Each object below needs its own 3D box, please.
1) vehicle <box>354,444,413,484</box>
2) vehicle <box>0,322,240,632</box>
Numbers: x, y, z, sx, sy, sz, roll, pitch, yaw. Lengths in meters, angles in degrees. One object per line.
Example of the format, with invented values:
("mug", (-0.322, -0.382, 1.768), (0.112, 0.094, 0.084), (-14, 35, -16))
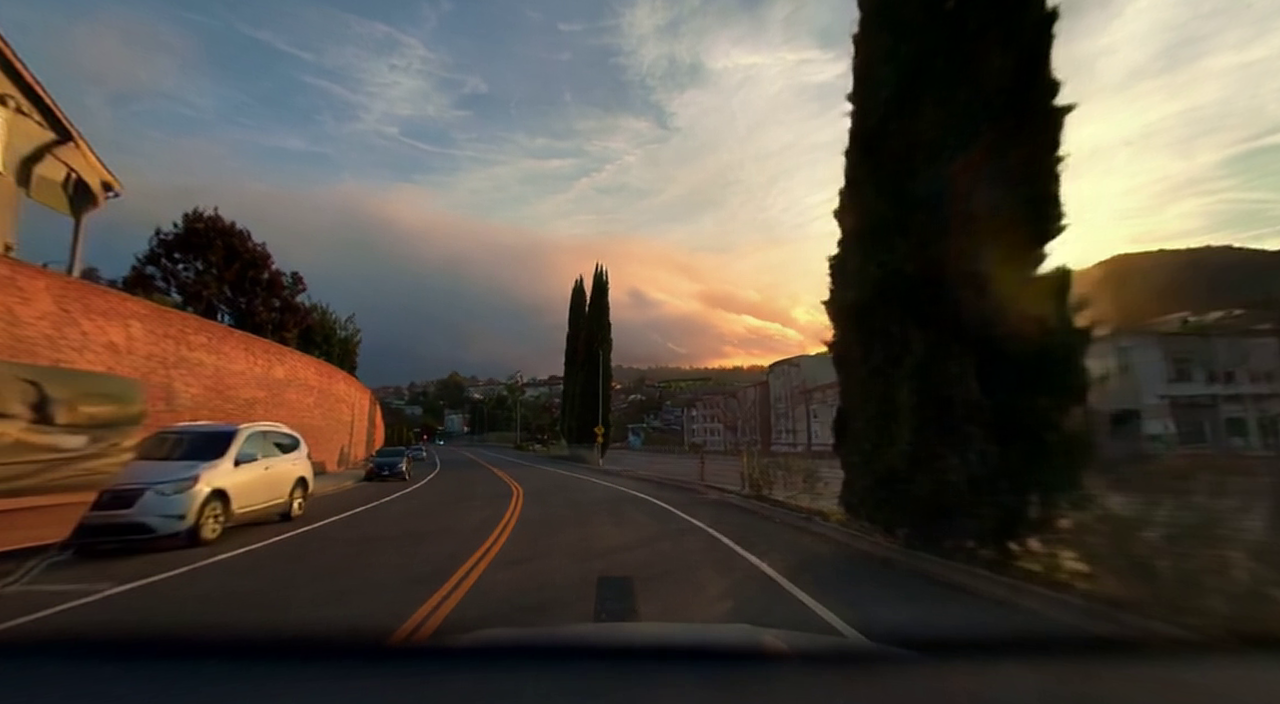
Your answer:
("vehicle", (-10.861, 4.741, 27.033), (1.877, 1.507, 4.363), (4, -9, -16))
("vehicle", (-6.641, 0.876, 4.484), (3.073, 2.458, 6.937), (2, -8, -1))
